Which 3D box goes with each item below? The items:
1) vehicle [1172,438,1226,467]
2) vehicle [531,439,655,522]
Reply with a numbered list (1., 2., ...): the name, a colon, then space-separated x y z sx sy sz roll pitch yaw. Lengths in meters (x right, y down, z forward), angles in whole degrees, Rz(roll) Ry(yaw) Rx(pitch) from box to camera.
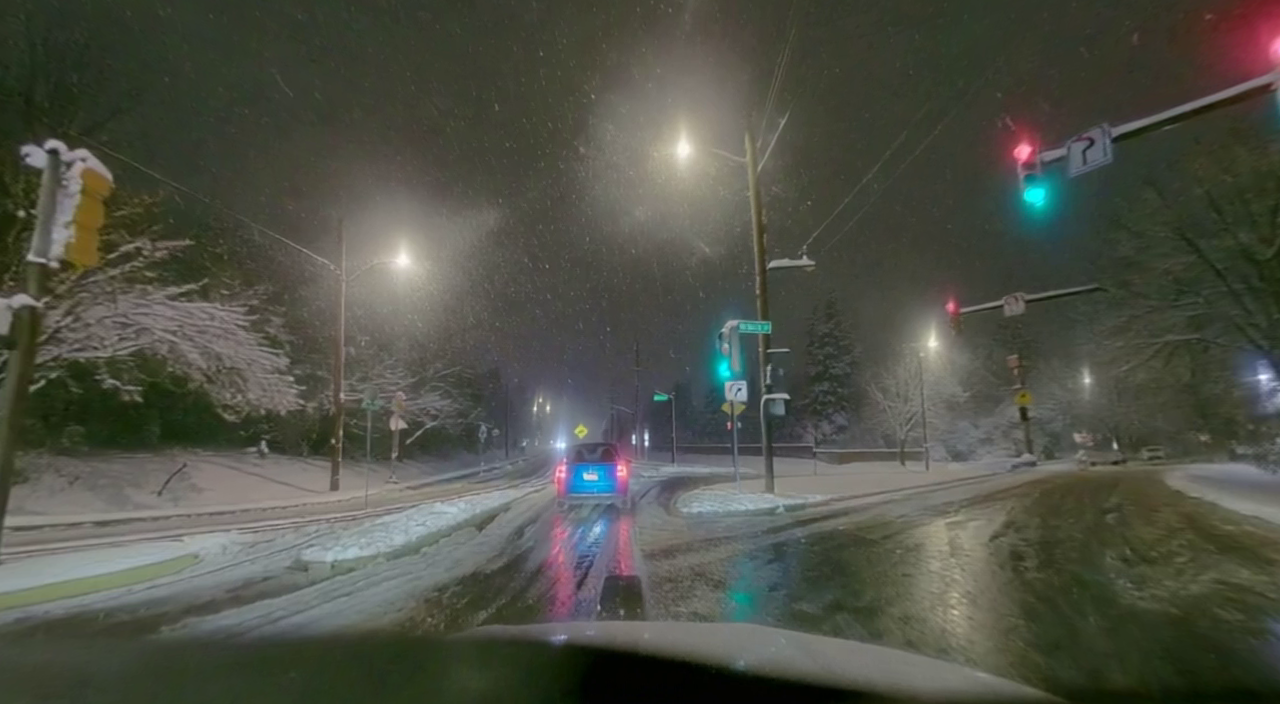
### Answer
1. vehicle: 31.928 5.709 36.039 1.959 1.493 5.020 -8 -12 43
2. vehicle: -0.855 2.707 13.919 2.295 1.510 4.364 0 -8 0
